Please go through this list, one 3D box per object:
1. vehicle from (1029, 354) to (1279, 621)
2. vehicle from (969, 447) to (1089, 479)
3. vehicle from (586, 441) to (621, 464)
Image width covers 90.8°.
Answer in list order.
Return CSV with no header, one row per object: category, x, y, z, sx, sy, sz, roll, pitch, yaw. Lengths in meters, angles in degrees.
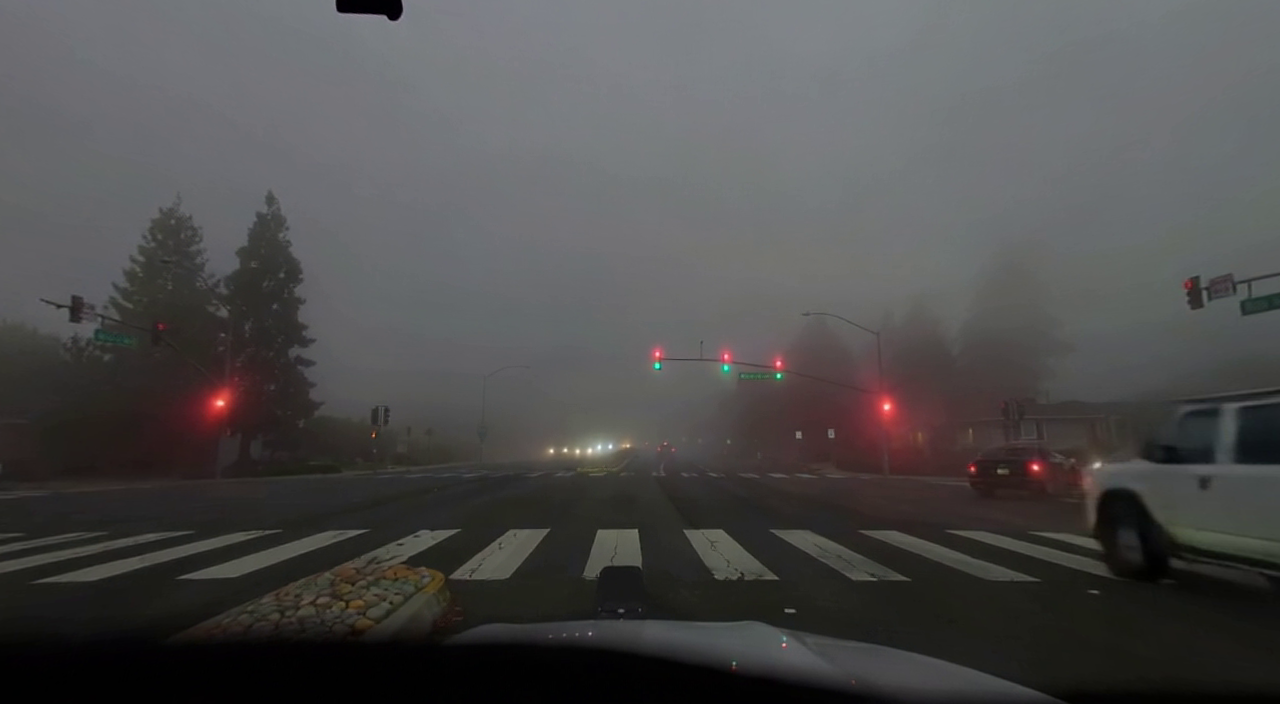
vehicle,6.089,1.067,5.005,2.273,2.042,5.717,0,-9,-1
vehicle,19.744,5.627,32.224,4.874,1.544,1.779,0,-9,1
vehicle,-2.383,6.711,42.285,2.045,1.484,3.991,0,-9,0
